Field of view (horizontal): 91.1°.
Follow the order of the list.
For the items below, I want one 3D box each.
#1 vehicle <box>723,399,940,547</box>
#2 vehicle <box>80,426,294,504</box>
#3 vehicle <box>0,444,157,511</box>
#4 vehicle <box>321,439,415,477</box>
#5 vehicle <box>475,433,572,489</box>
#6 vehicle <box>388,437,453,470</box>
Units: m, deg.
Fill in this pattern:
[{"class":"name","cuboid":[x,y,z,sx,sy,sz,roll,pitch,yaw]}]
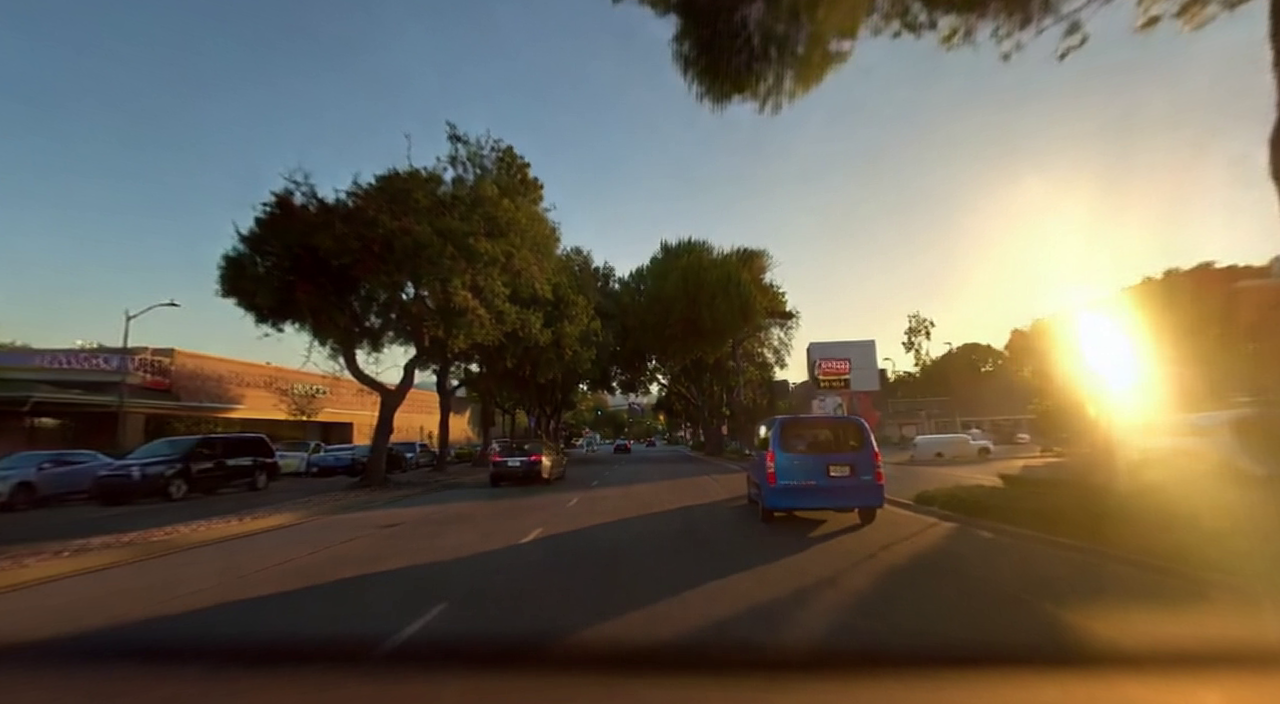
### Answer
[{"class":"vehicle","cuboid":[2.624,1.795,9.955,2.293,1.779,4.457,-1,-8,4]},{"class":"vehicle","cuboid":[-11.922,2.991,17.111,2.117,1.787,4.917,0,-8,0]},{"class":"vehicle","cuboid":[-15.250,3.185,16.498,1.900,1.509,4.104,0,-8,-2]},{"class":"vehicle","cuboid":[-11.469,4.494,26.875,1.959,1.488,4.390,0,-8,1]},{"class":"vehicle","cuboid":[-3.347,3.224,18.959,1.966,1.481,4.385,0,-8,2]},{"class":"vehicle","cuboid":[-11.526,5.351,33.300,1.852,1.621,4.166,0,-8,1]}]
